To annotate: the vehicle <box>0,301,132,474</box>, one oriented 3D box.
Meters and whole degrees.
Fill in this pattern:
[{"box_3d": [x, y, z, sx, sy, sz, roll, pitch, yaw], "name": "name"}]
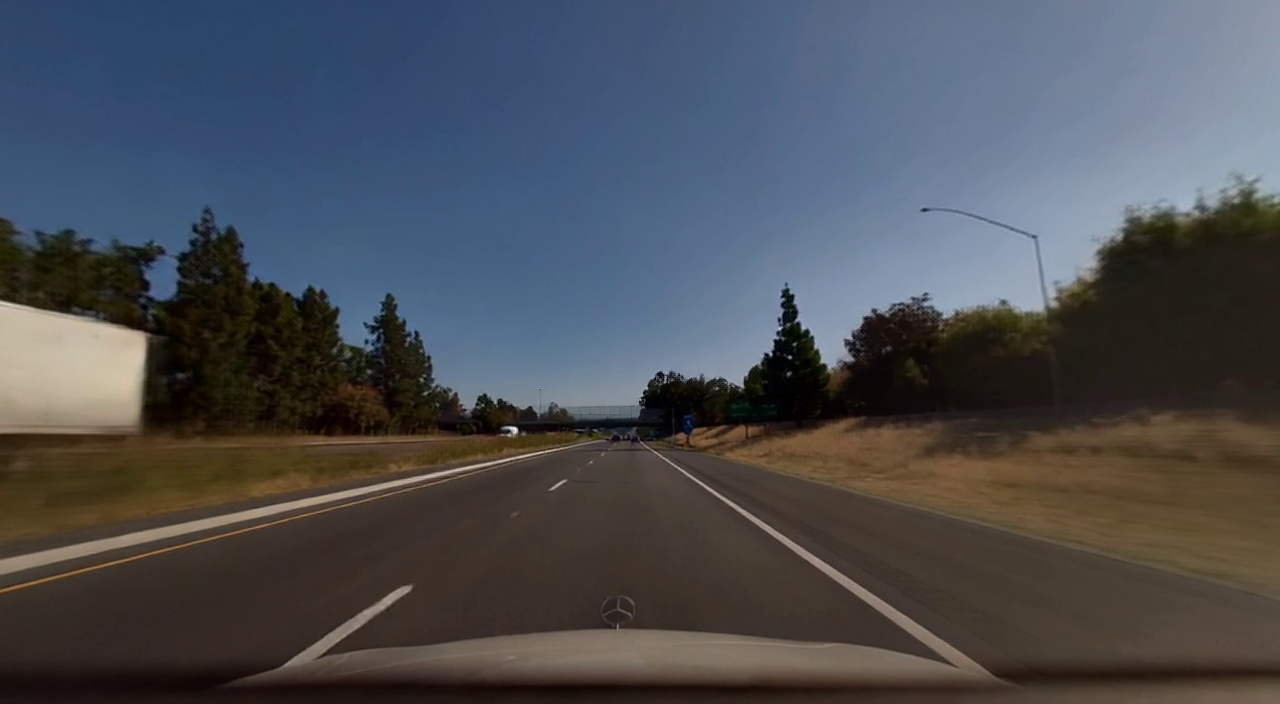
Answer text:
[{"box_3d": [-16.469, 0.408, 11.594, 2.929, 4.048, 13.972, 0, -8, -2], "name": "vehicle"}]
